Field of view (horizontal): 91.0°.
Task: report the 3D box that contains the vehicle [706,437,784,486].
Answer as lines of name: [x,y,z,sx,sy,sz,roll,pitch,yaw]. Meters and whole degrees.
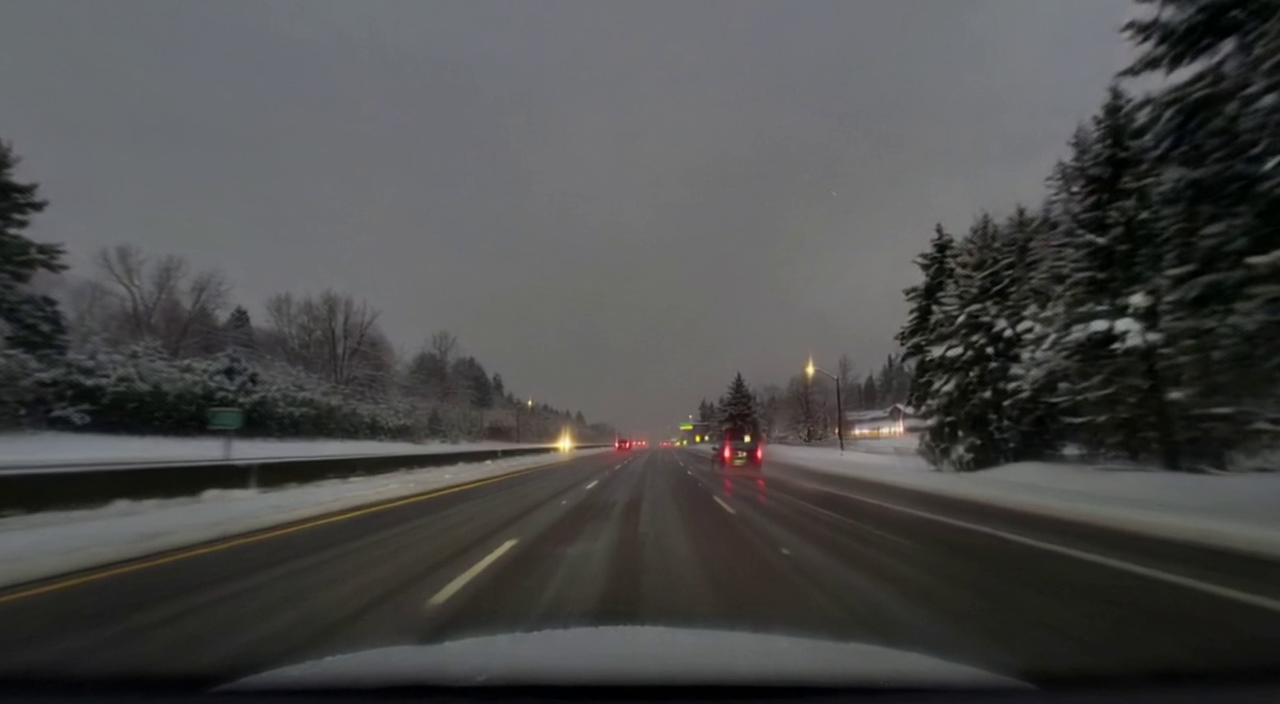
vehicle: [3.748,4.020,23.414,2.085,1.594,4.848,0,-9,0]
